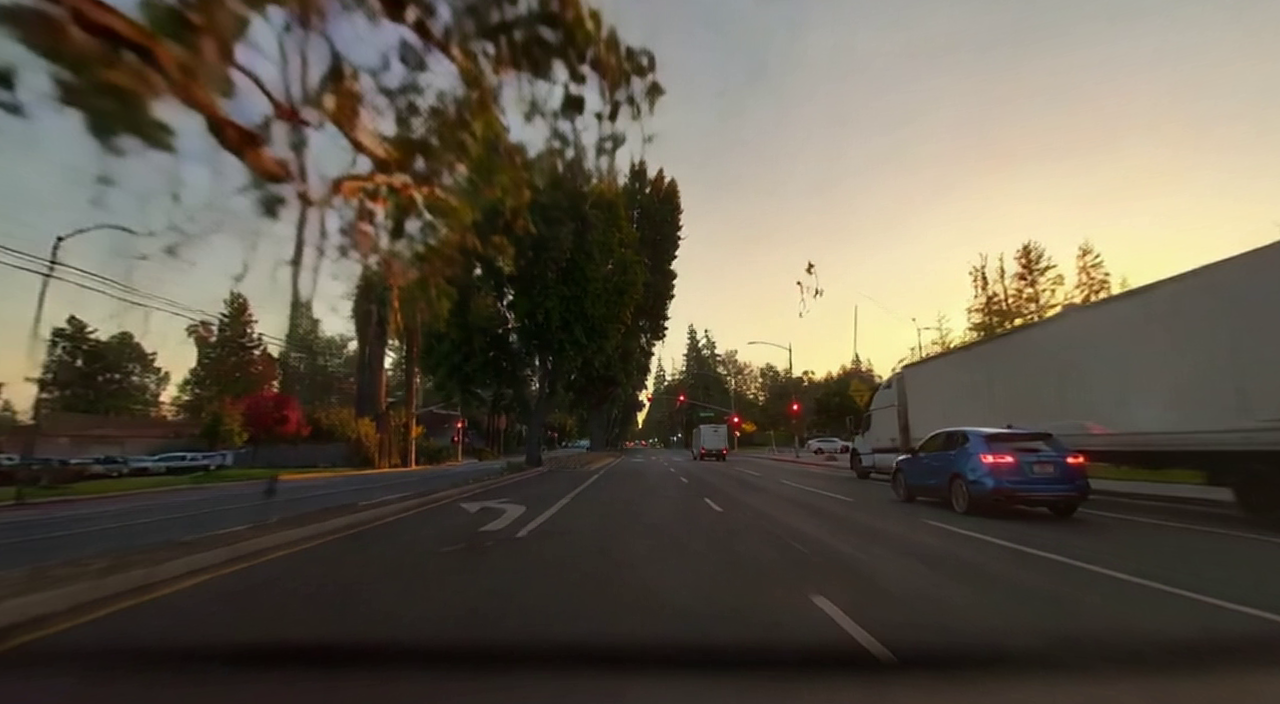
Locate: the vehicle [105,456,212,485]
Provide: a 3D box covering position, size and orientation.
[{"bbox_3d":[-27.691,6.802,36.525,4.505,1.457,2.003,3,-9,-25],"label":"vehicle"}]

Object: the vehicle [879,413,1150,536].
[{"bbox_3d":[6.357,2.144,11.585,2.012,1.754,4.635,0,-9,-1],"label":"vehicle"}]

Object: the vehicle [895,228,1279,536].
[{"bbox_3d":[10.351,1.089,13.310,2.975,4.201,17.050,0,-8,0],"label":"vehicle"}]
